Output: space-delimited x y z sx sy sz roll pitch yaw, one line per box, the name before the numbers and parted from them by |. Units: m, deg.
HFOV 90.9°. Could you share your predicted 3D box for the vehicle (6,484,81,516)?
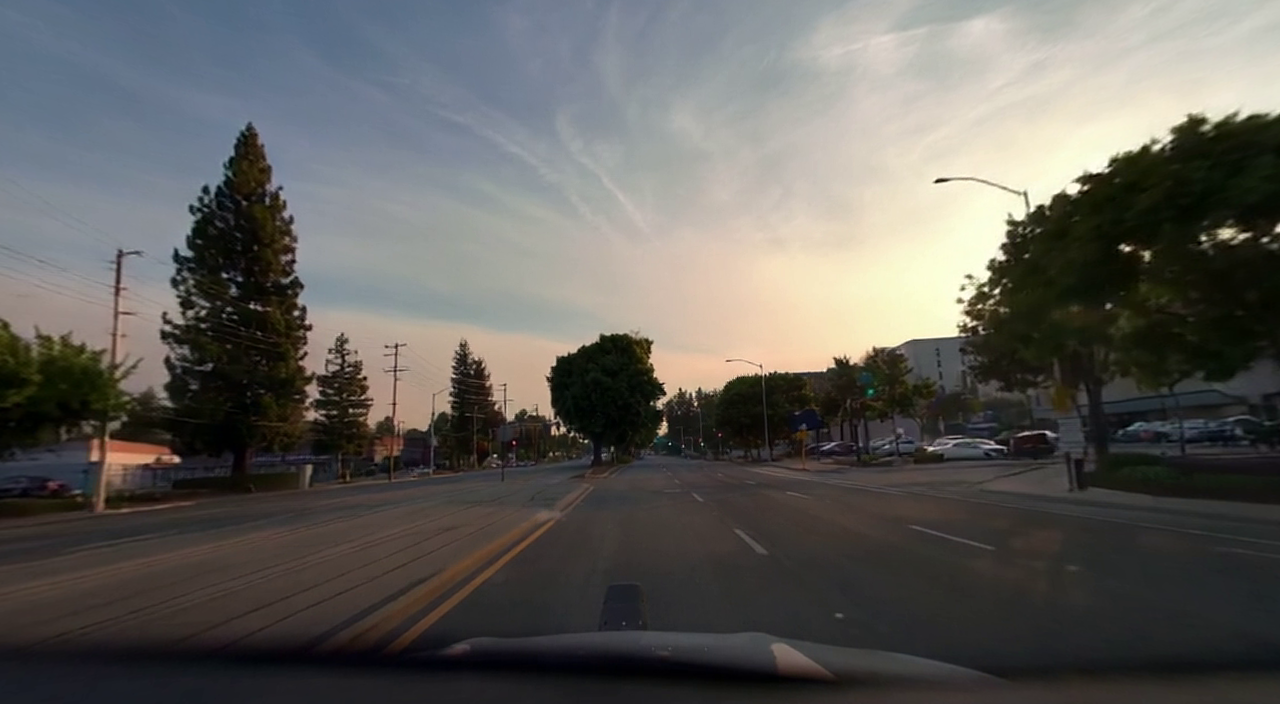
vehicle | -40.711 10.104 43.083 3.731 1.455 1.697 -10 -10 5
